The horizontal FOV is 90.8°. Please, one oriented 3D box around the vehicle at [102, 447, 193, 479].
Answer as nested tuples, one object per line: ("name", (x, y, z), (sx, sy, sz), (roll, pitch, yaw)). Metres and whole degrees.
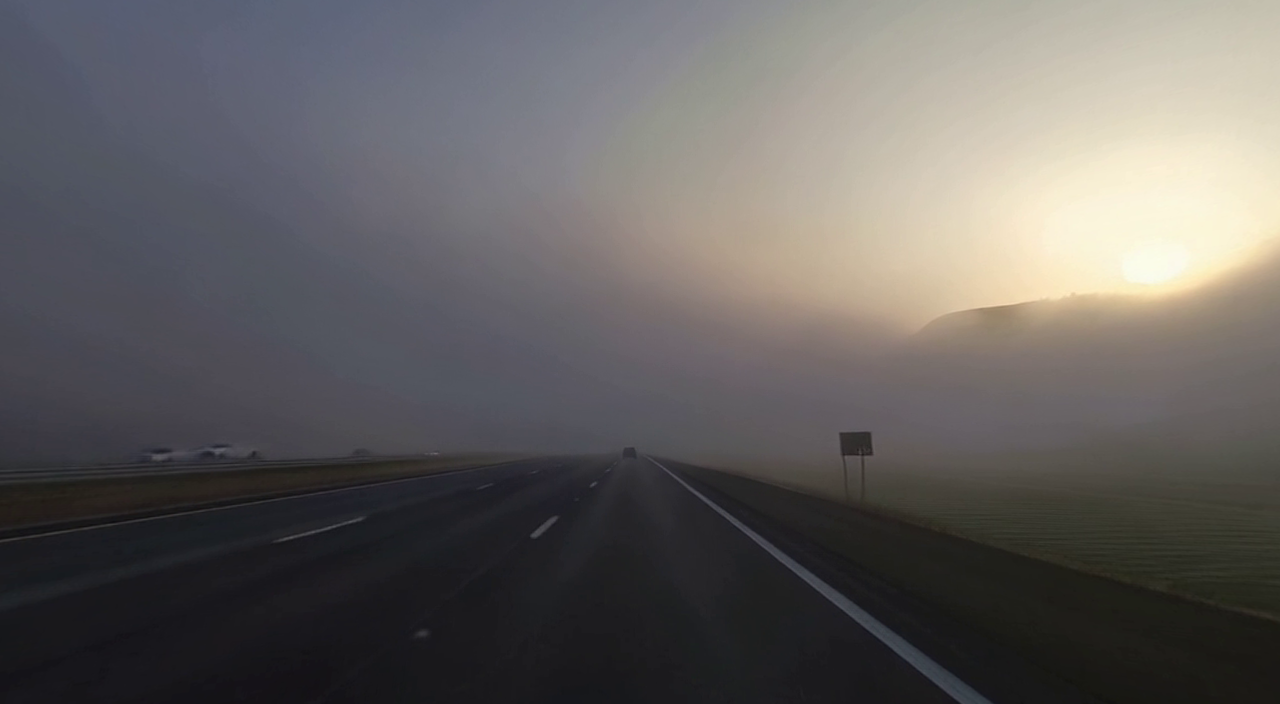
("vehicle", (-32.232, 7.238, 41.546), (1.940, 1.896, 4.941), (0, -8, 0))
